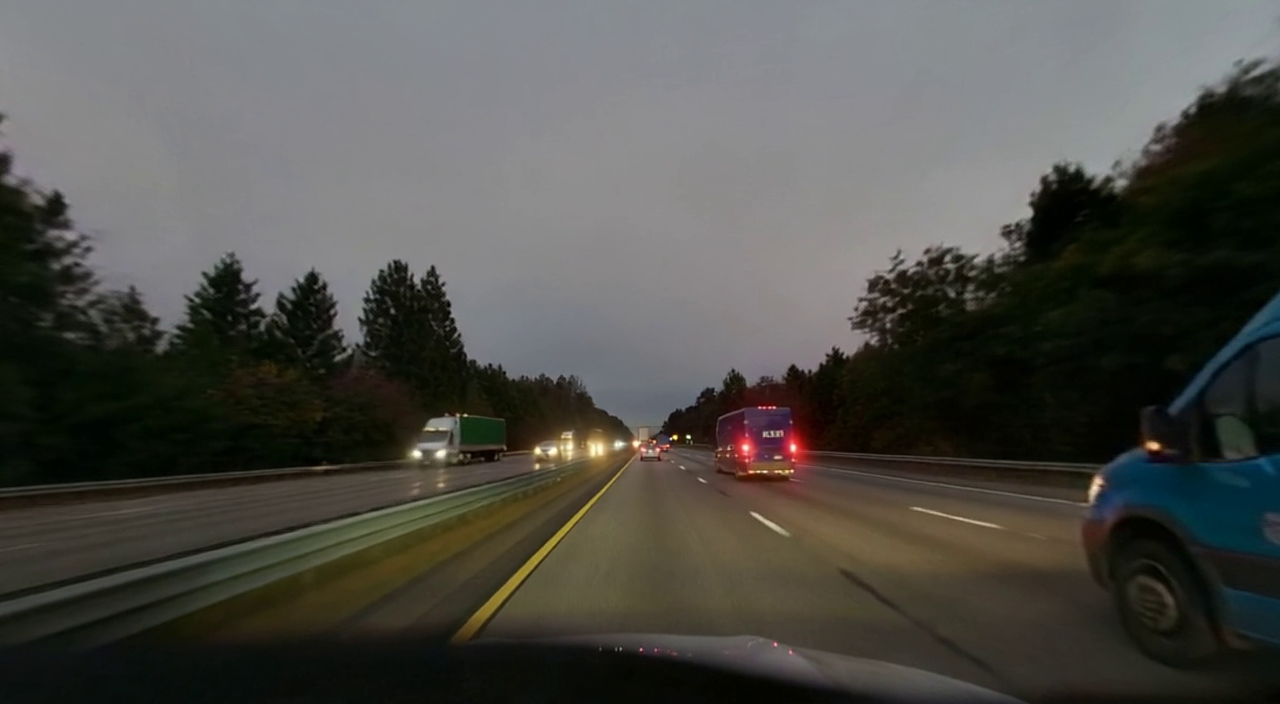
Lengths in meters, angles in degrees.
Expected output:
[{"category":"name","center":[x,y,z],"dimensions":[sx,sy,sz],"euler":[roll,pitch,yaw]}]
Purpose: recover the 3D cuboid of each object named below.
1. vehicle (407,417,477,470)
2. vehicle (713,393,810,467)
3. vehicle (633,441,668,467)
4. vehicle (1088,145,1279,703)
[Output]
[{"category":"vehicle","center":[-15.014,6.984,48.203],"dimensions":[3.286,3.794,5.668],"euler":[0,-8,2]},{"category":"vehicle","center":[7.815,5.610,43.931],"dimensions":[3.479,4.156,17.231],"euler":[0,-8,0]},{"category":"vehicle","center":[0.667,6.559,40.628],"dimensions":[2.121,1.590,4.434],"euler":[0,-8,1]},{"category":"vehicle","center":[4.115,0.054,0.389],"dimensions":[2.393,2.679,7.059],"euler":[0,-8,0]}]
